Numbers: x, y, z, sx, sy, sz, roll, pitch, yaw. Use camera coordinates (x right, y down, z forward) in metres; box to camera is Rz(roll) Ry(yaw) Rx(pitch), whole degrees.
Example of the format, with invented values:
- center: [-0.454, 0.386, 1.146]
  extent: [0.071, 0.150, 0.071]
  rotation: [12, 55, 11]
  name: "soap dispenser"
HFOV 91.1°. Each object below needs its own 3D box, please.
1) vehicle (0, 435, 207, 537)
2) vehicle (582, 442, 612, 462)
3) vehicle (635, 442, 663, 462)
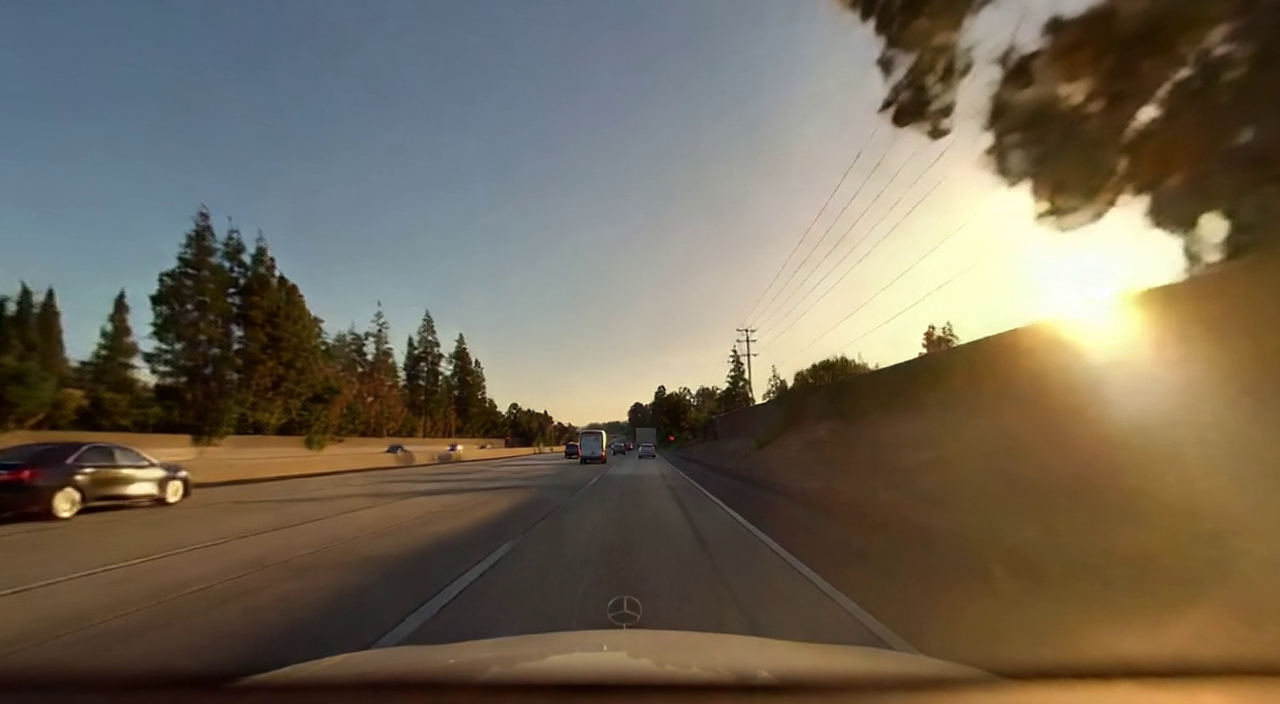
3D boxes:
- center: [-10.480, 2.280, 11.297]
  extent: [1.955, 1.496, 4.732]
  rotation: [0, -8, 1]
  name: "vehicle"
- center: [-3.297, 7.769, 48.780]
  extent: [2.046, 1.478, 4.111]
  rotation: [0, -8, 0]
  name: "vehicle"
- center: [0.684, 7.888, 49.608]
  extent: [2.057, 1.453, 3.926]
  rotation: [0, -8, 0]
  name: "vehicle"
